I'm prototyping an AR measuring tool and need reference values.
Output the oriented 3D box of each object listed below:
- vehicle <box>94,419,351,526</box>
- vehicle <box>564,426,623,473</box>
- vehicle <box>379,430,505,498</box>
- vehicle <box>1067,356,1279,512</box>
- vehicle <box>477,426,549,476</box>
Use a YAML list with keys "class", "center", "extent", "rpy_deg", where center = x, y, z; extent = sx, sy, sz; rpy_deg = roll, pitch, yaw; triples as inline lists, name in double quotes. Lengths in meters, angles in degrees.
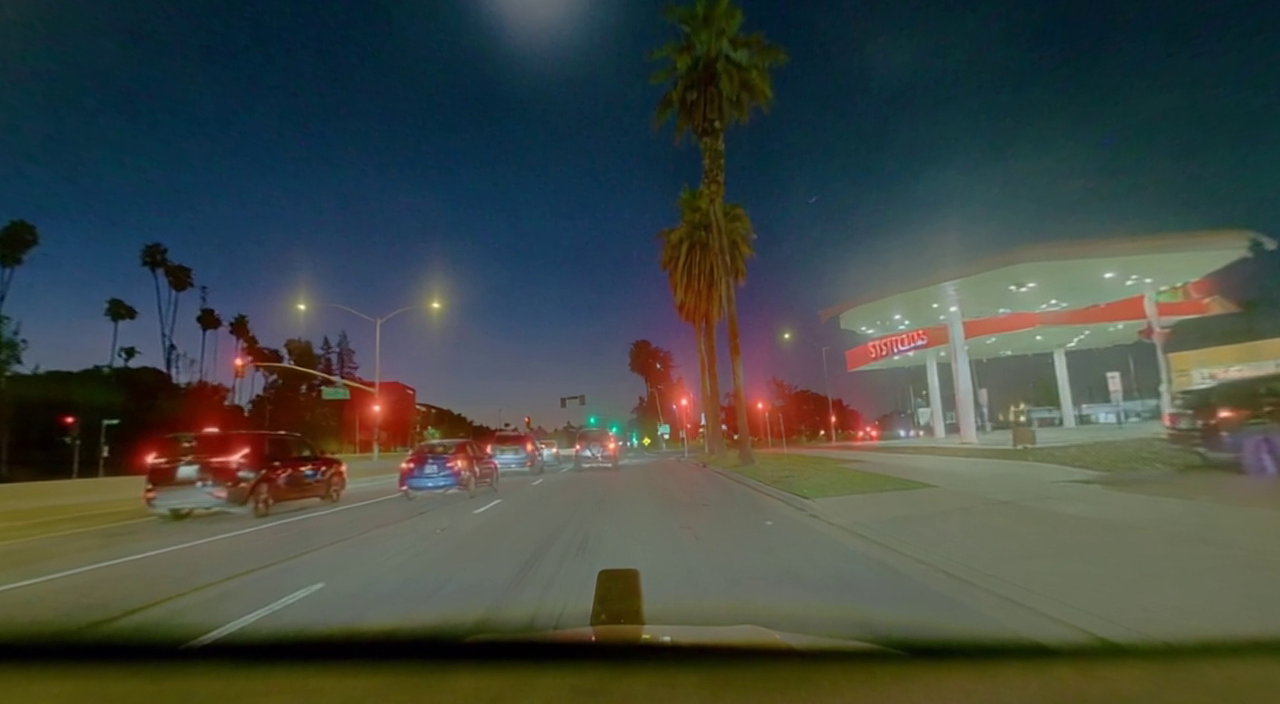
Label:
- class: "vehicle"
  center: [-8.494, 2.494, 13.668]
  extent: [2.178, 1.864, 5.005]
  rpy_deg: [0, -9, -1]
- class: "vehicle"
  center: [-1.816, 4.003, 26.058]
  extent: [2.153, 1.759, 4.320]
  rpy_deg: [0, -9, -1]
- class: "vehicle"
  center: [-5.139, 2.973, 17.178]
  extent: [1.885, 1.567, 4.775]
  rpy_deg: [0, -9, 0]
- class: "vehicle"
  center: [9.467, 1.194, 9.224]
  extent: [4.774, 1.975, 2.245]
  rpy_deg: [0, -9, -2]
- class: "vehicle"
  center: [-5.179, 4.126, 26.462]
  extent: [2.025, 1.862, 4.804]
  rpy_deg: [0, -9, 0]
